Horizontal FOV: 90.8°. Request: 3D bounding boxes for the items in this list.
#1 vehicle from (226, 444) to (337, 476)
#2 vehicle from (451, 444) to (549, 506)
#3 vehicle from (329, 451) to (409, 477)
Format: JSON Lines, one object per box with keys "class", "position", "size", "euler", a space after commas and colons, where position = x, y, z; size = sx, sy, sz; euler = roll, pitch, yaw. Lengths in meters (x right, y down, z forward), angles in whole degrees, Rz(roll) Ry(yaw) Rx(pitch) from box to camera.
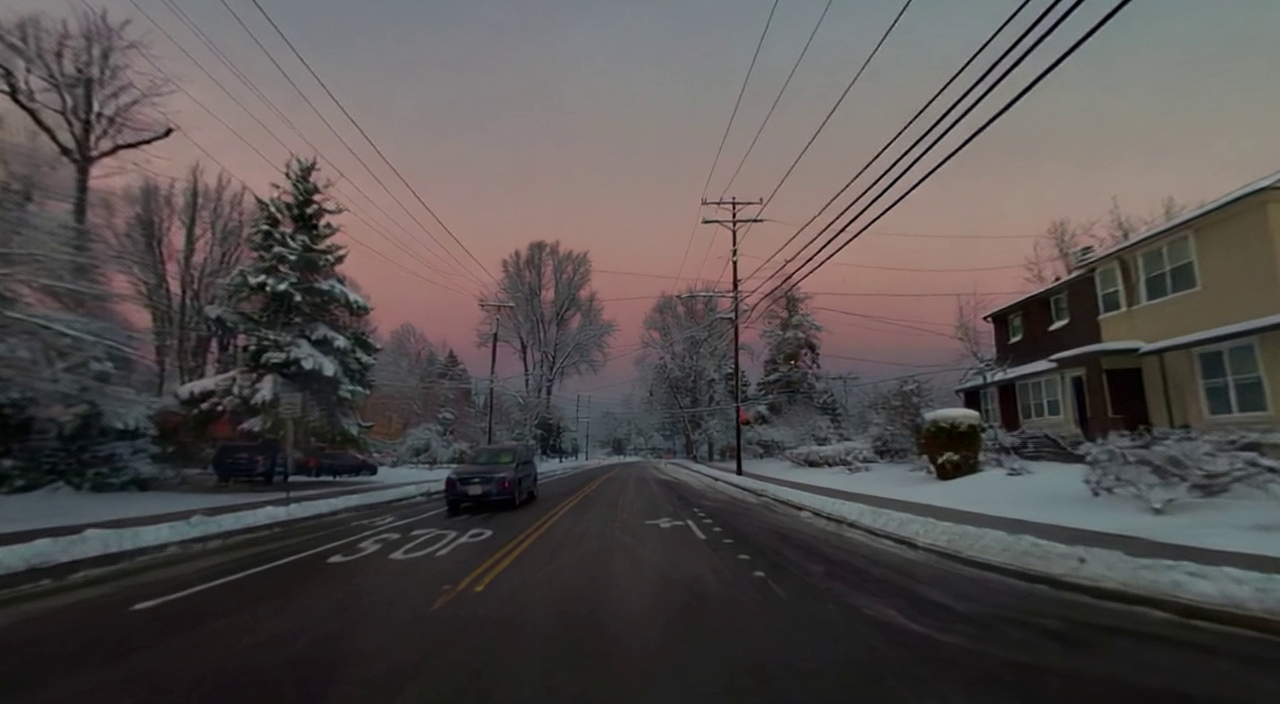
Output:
{"class": "vehicle", "position": [-22.097, 6.645, 39.168], "size": [5.369, 1.862, 2.338], "euler": [1, -9, -9]}
{"class": "vehicle", "position": [-3.912, 3.483, 18.373], "size": [1.935, 1.595, 3.972], "euler": [0, -8, 0]}
{"class": "vehicle", "position": [-16.802, 6.925, 39.363], "size": [4.199, 1.510, 2.058], "euler": [1, -9, -10]}
